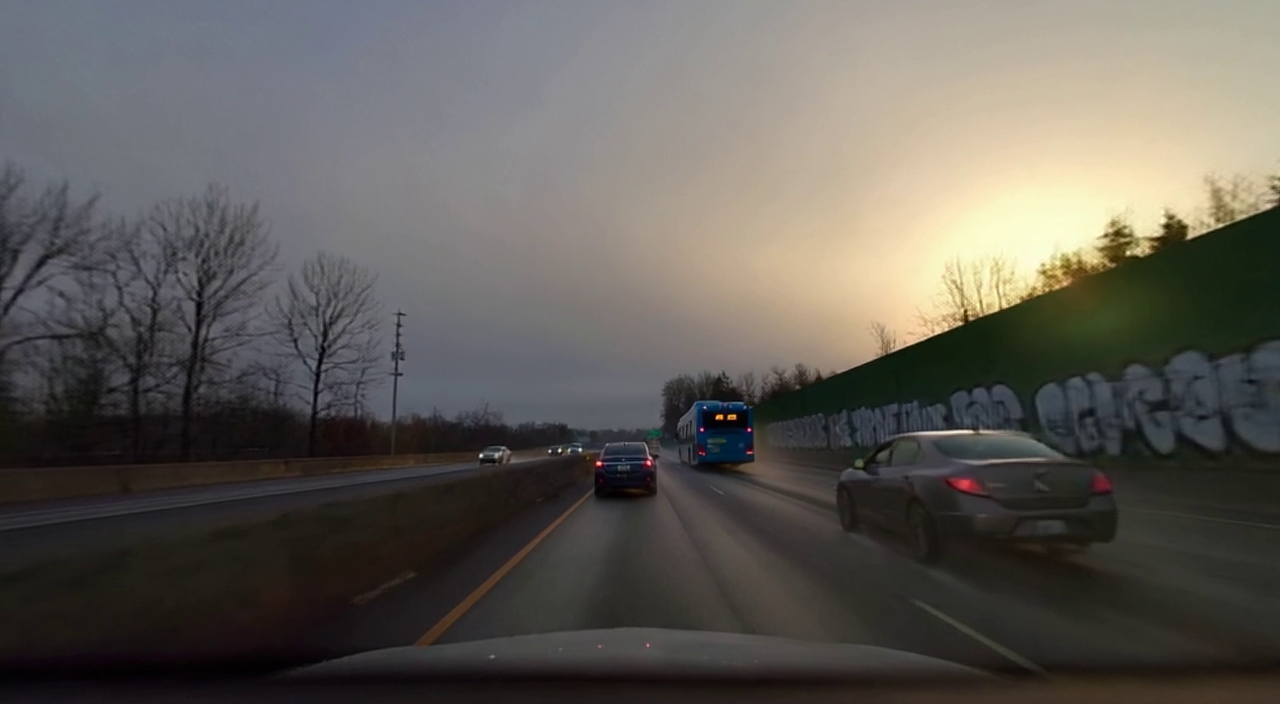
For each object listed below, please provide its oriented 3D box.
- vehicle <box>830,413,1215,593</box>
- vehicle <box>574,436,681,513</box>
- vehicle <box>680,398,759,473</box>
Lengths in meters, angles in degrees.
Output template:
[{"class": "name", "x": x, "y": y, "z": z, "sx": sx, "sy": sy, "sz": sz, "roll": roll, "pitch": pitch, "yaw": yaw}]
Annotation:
[{"class": "vehicle", "x": 3.880, "y": 1.595, "z": 7.387, "sx": 1.995, "sy": 1.507, "sz": 3.915, "roll": 0, "pitch": -9, "yaw": -1}, {"class": "vehicle", "x": -0.249, "y": 2.809, "z": 14.813, "sx": 2.160, "sy": 1.532, "sz": 4.073, "roll": -1, "pitch": -9, "yaw": 0}, {"class": "vehicle", "x": 4.084, "y": 4.845, "z": 35.492, "sx": 3.055, "sy": 3.479, "sz": 12.521, "roll": -1, "pitch": -9, "yaw": 1}]
